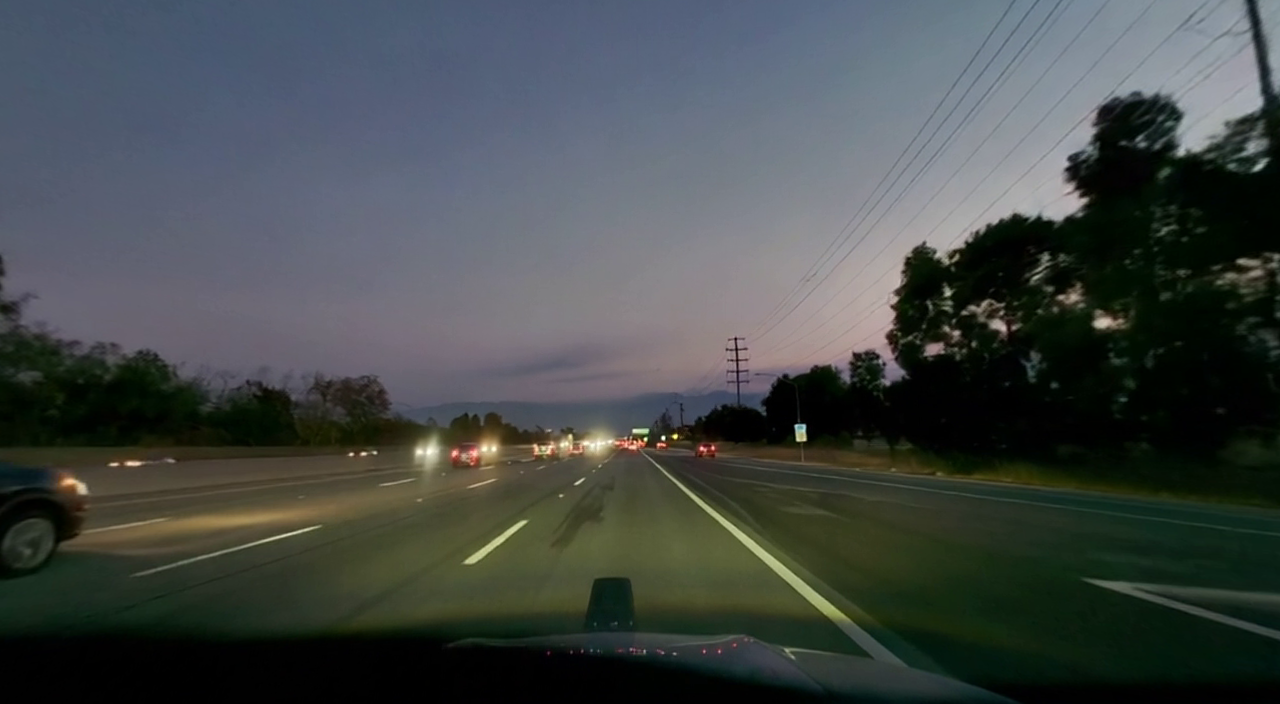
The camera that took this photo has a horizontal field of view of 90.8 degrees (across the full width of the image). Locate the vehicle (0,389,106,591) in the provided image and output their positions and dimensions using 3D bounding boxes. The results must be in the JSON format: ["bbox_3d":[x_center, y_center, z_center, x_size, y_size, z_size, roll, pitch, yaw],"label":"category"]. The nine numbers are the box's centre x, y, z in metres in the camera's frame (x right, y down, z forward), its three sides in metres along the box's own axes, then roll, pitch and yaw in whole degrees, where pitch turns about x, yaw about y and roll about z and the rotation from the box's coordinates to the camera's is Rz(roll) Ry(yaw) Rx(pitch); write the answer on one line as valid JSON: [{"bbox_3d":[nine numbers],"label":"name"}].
[{"bbox_3d":[-6.796,0.998,3.998,2.115,1.799,5.444,0,-8,-1],"label":"vehicle"}]

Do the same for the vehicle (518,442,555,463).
[{"bbox_3d":[-7.482,7.325,46.194,1.954,1.432,4.183,0,-8,0],"label":"vehicle"}]

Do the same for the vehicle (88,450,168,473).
[{"bbox_3d":[-34.355,7.334,42.540,1.777,1.438,4.387,0,-8,-1],"label":"vehicle"}]

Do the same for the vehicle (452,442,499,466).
[{"bbox_3d":[-10.650,6.601,41.170,1.887,1.473,4.352,0,-8,0],"label":"vehicle"}]
